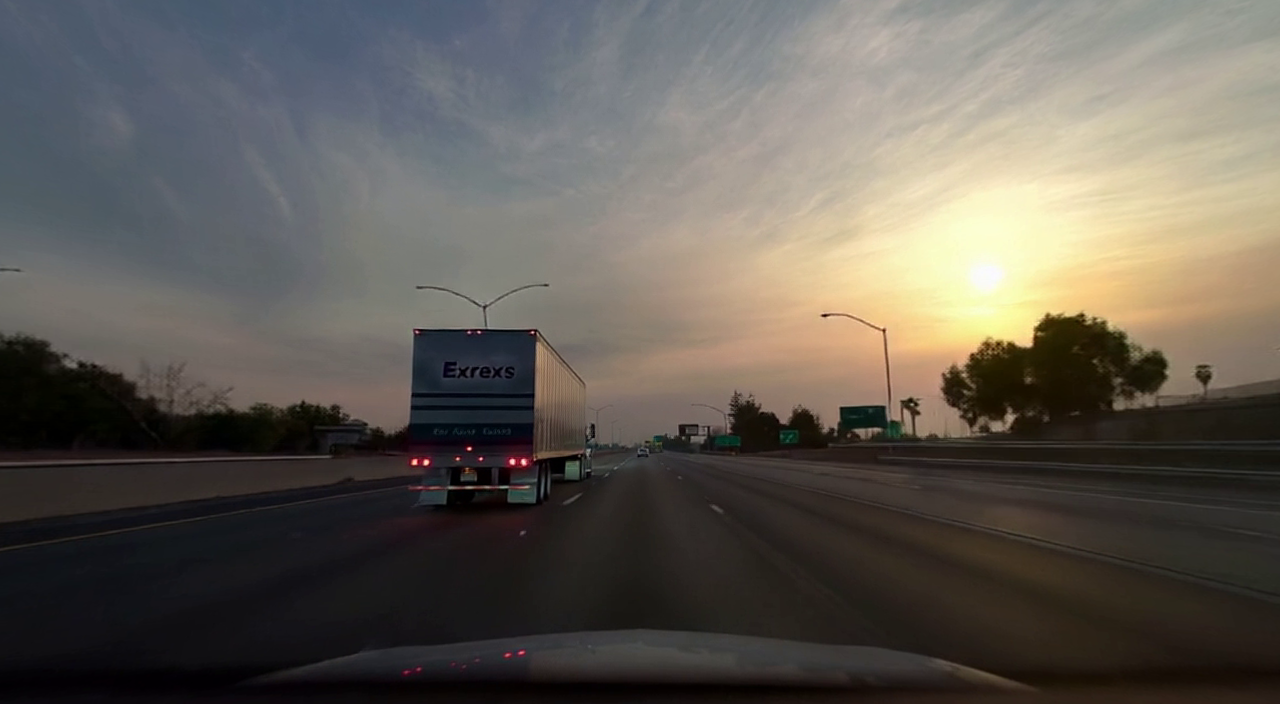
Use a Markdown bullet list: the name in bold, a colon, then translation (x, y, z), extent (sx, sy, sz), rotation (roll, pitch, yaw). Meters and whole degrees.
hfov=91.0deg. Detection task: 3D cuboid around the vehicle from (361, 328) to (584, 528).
- **vehicle**: translation (-3.234, 1.928, 15.099), extent (2.922, 3.458, 8.360), rotation (0, -9, 1)
